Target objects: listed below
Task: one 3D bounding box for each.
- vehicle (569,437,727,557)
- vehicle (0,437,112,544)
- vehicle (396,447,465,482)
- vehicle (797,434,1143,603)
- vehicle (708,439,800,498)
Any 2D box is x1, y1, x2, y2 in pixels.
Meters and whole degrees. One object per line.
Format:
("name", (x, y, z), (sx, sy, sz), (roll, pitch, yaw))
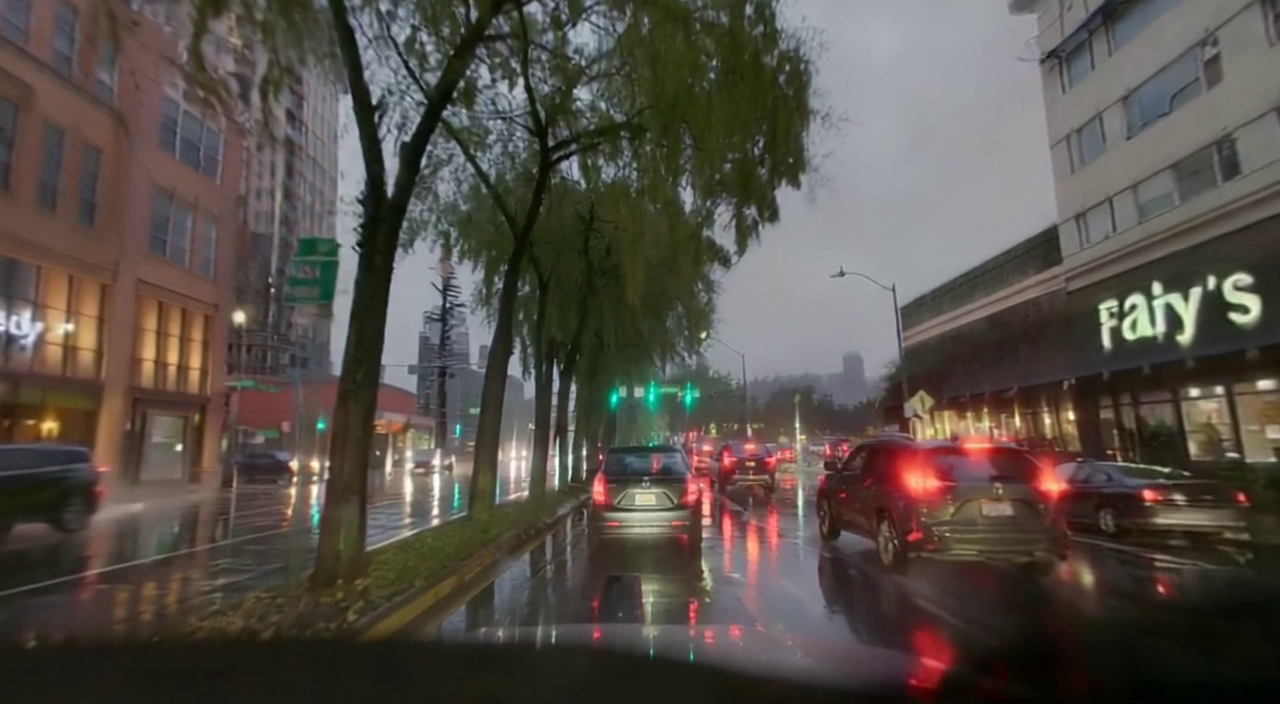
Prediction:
("vehicle", (0.089, 2.119, 9.872), (2.006, 1.487, 3.535), (0, -9, 0))
("vehicle", (-11.611, 2.256, 10.230), (2.042, 1.749, 4.629), (-1, -9, 1))
("vehicle", (-11.466, 6.155, 34.947), (2.034, 1.765, 4.708), (-1, -9, 2))
("vehicle", (3.471, 1.805, 7.786), (1.988, 1.480, 4.195), (0, -9, 0))
("vehicle", (3.498, 3.667, 20.332), (2.025, 1.660, 4.334), (0, -9, -2))
